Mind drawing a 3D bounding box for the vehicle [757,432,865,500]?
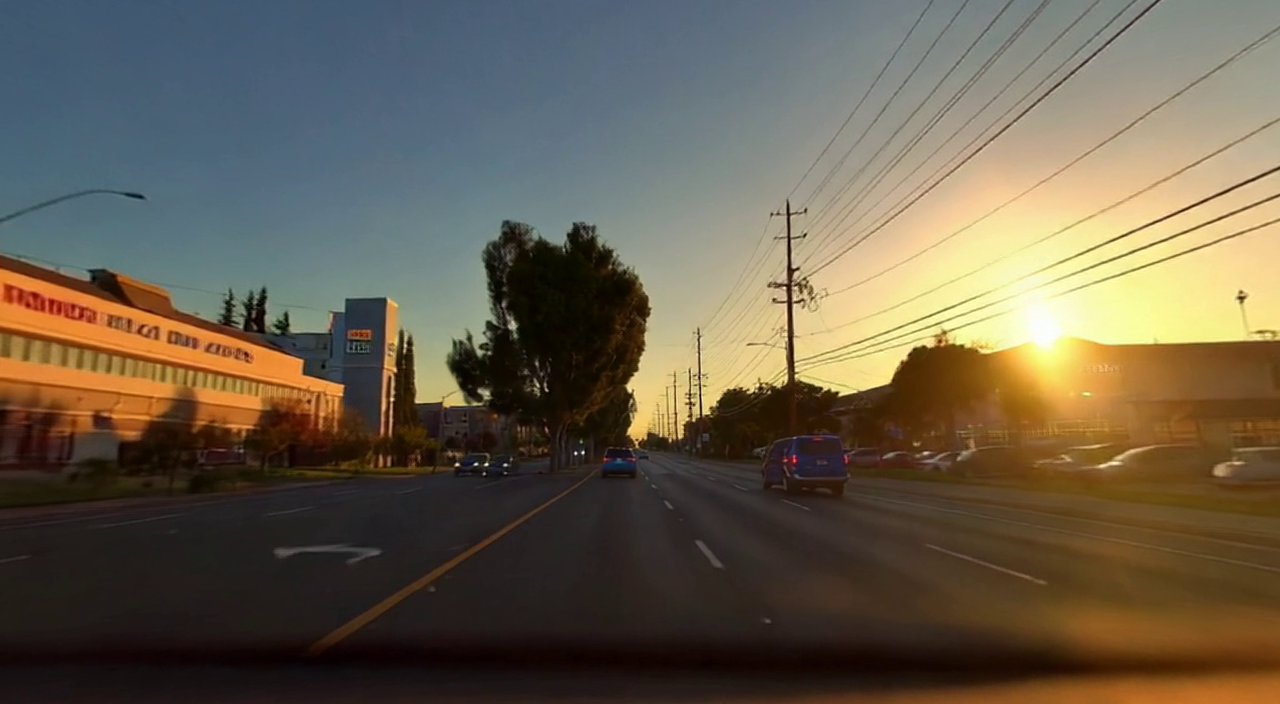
[{"bbox_3d":[5.328,3.626,20.338,2.107,1.928,4.471,0,-9,-1],"label":"vehicle"}]

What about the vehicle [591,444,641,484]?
[{"bbox_3d":[-1.043,5.089,28.795,2.138,1.672,4.168,0,-9,-1],"label":"vehicle"}]

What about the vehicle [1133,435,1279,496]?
[{"bbox_3d":[17.492,3.337,18.709,3.986,1.480,1.861,-4,-9,-1],"label":"vehicle"}]

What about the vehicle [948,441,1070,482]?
[{"bbox_3d":[17.011,5.047,29.190,4.323,1.466,1.878,-5,-8,0],"label":"vehicle"}]
